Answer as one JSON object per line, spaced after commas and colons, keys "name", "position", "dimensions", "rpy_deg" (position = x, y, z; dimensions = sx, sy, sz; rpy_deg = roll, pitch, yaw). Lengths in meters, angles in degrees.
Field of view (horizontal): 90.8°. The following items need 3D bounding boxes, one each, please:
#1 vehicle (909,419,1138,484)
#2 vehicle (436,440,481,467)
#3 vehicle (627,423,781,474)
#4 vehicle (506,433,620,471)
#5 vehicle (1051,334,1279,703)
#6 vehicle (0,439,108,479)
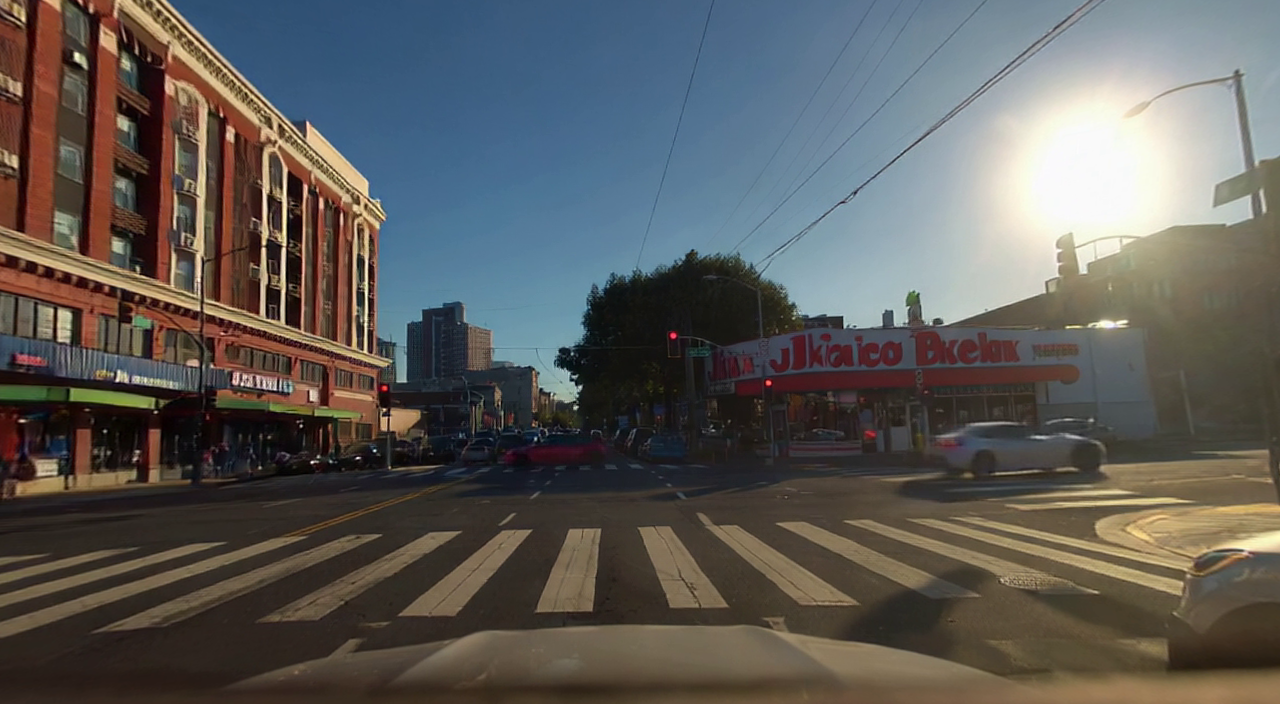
{"name": "vehicle", "position": [9.536, 2.475, 15.892], "dimensions": [4.758, 1.480, 1.849], "rpy_deg": [1, -8, -10]}
{"name": "vehicle", "position": [-10.880, 6.100, 38.215], "dimensions": [1.885, 1.545, 4.124], "rpy_deg": [1, -8, -6]}
{"name": "vehicle", "position": [2.013, 3.105, 20.443], "dimensions": [4.612, 1.521, 1.811], "rpy_deg": [1, -9, -10]}
{"name": "vehicle", "position": [-3.127, 4.088, 25.929], "dimensions": [4.475, 1.458, 1.681], "rpy_deg": [1, -9, -8]}
{"name": "vehicle", "position": [2.994, 0.605, 0.872], "dimensions": [1.866, 1.654, 4.354], "rpy_deg": [0, -8, 0]}
{"name": "vehicle", "position": [-31.545, 5.630, 33.555], "dimensions": [2.205, 1.903, 5.877], "rpy_deg": [1, -9, -10]}
